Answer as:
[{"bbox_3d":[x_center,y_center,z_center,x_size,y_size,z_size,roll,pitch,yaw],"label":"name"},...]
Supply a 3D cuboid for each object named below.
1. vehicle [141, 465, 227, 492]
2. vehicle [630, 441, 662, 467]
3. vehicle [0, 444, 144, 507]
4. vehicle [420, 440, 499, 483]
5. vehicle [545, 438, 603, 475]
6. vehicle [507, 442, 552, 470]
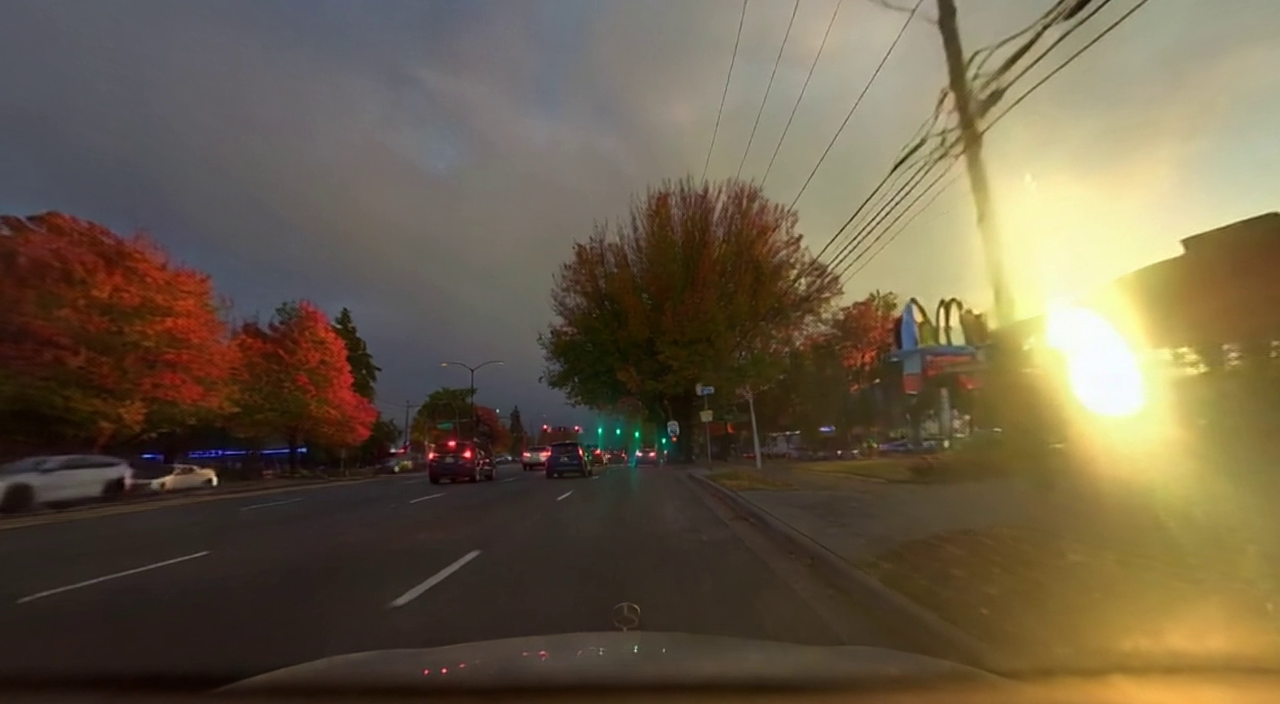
[{"bbox_3d":[-33.294,9.202,46.173,2.096,1.699,4.912,-1,-9,10],"label":"vehicle"},{"bbox_3d":[0.378,7.131,44.271,2.144,1.704,4.028,1,-9,-1],"label":"vehicle"},{"bbox_3d":[-21.973,4.469,23.359,2.288,2.026,5.649,0,-9,3],"label":"vehicle"},{"bbox_3d":[-7.393,4.506,26.266,1.932,1.596,4.247,0,-9,2],"label":"vehicle"},{"bbox_3d":[-3.099,5.040,30.590,2.165,1.663,4.513,0,-9,1],"label":"vehicle"},{"bbox_3d":[-7.266,6.871,41.829,2.069,1.719,4.441,0,-9,2],"label":"vehicle"}]
